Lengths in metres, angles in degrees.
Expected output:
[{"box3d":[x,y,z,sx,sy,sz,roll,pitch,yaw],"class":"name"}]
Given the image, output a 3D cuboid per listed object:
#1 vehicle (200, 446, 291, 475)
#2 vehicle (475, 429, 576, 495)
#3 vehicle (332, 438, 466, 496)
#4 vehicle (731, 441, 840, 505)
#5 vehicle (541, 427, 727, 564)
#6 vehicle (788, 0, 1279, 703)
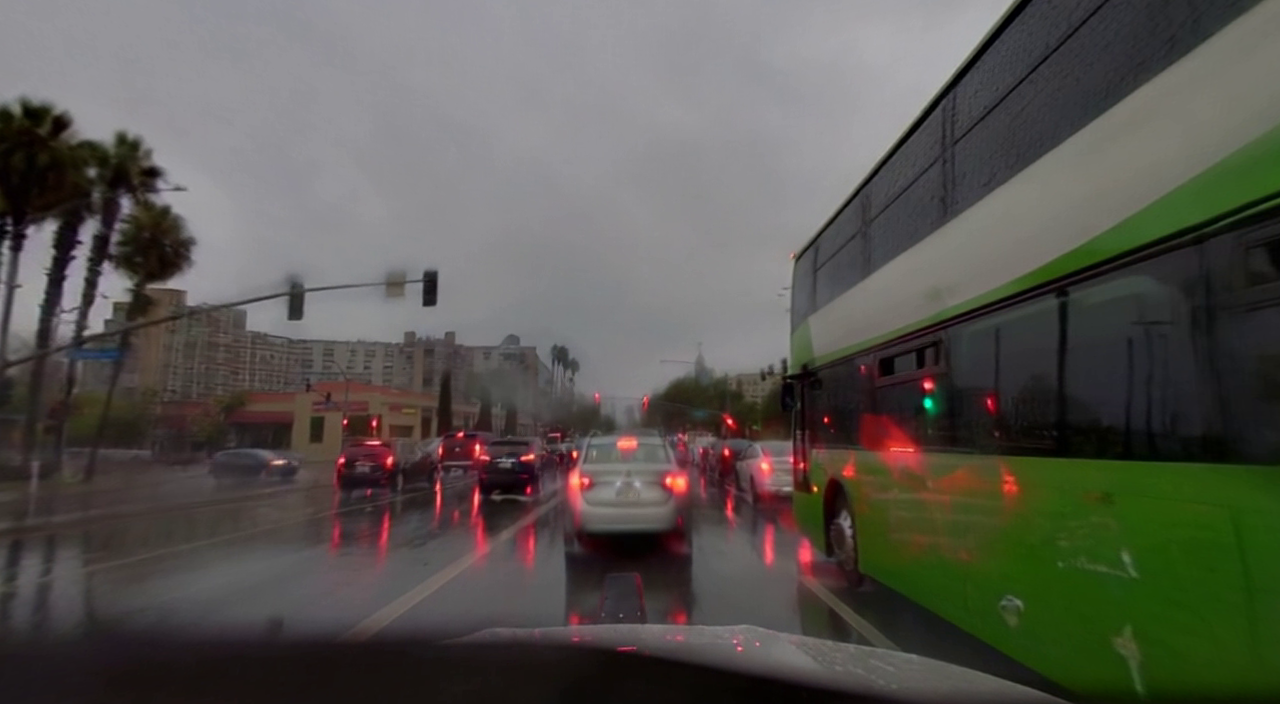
[{"box3d":[-26.551,7.296,42.630,4.737,1.845,1.920,0,-9,-4],"class":"vehicle"},{"box3d":[-3.254,3.247,18.912,2.020,1.721,4.366,-1,-9,2],"class":"vehicle"},{"box3d":[-6.902,3.347,18.776,1.927,1.480,4.832,0,-9,2],"class":"vehicle"},{"box3d":[3.693,3.138,16.910,1.989,1.467,4.364,0,-9,1],"class":"vehicle"},{"box3d":[-0.074,1.890,9.015,2.060,1.499,3.831,0,-9,0],"class":"vehicle"},{"box3d":[3.543,-0.325,1.922,2.970,4.015,13.606,0,-9,0],"class":"vehicle"}]
